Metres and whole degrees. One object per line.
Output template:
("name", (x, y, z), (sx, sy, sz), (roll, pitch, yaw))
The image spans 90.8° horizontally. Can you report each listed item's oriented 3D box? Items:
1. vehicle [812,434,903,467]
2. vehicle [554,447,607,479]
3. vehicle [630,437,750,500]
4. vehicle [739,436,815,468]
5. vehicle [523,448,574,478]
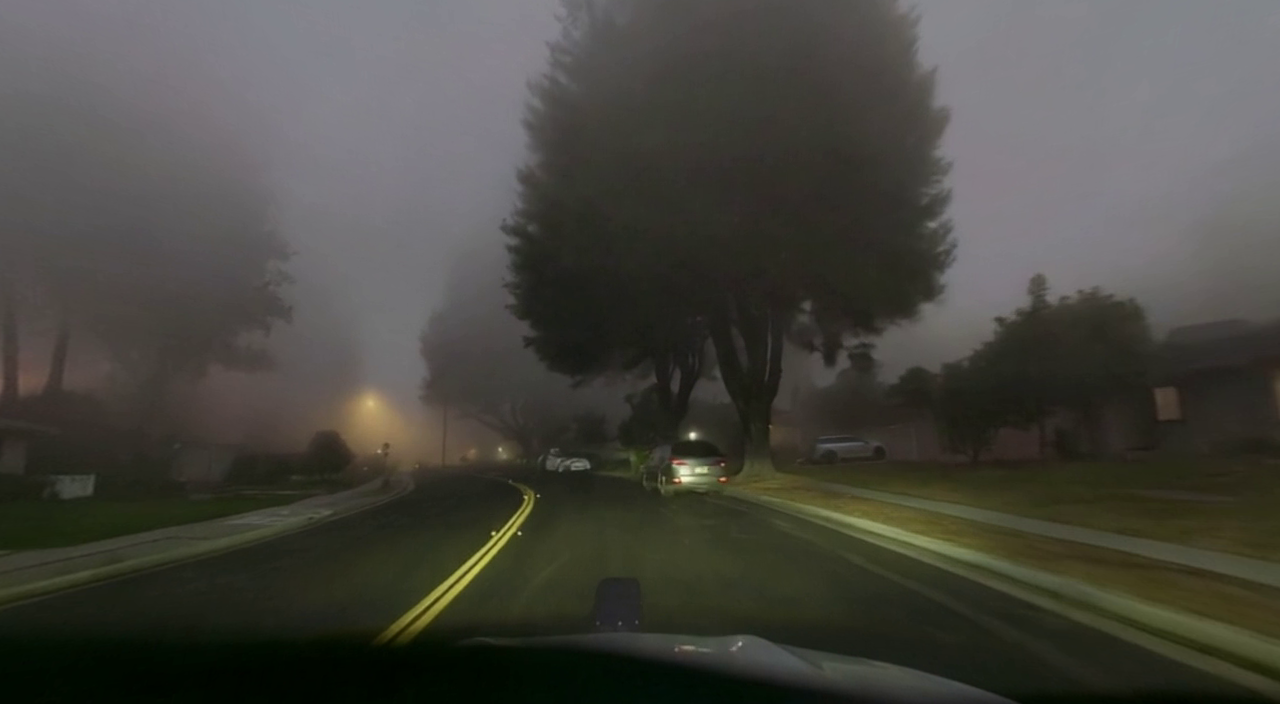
("vehicle", (10.521, 4.722, 30.450), (4.253, 1.458, 1.900), (5, -10, -35))
("vehicle", (-3.540, 6.360, 36.632), (1.965, 1.663, 4.744), (2, -9, -19))
("vehicle", (1.209, 3.227, 18.081), (2.181, 1.494, 5.023), (1, -8, -11))
("vehicle", (7.555, 5.444, 34.657), (4.157, 1.431, 1.753), (3, -8, -38))
("vehicle", (-6.414, 7.617, 43.601), (2.180, 1.849, 5.423), (3, -9, -22))
